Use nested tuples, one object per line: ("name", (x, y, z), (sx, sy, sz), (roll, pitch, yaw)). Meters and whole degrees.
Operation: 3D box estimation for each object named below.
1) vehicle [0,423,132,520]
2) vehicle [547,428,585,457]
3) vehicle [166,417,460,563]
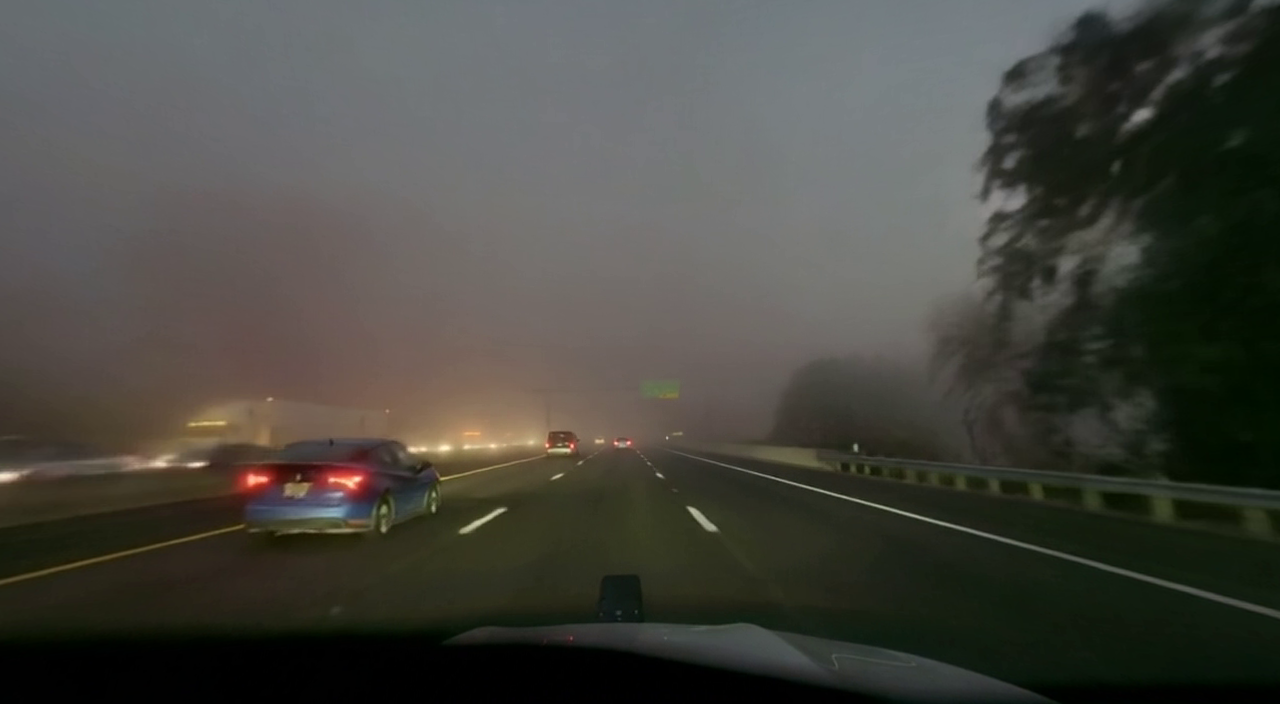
("vehicle", (-11.948, 2.136, 11.388), (1.961, 1.644, 4.247), (0, -8, -1))
("vehicle", (-5.188, 6.399, 44.549), (2.115, 1.887, 4.721), (0, -8, 0))
("vehicle", (-4.139, 1.776, 8.934), (1.953, 1.550, 4.167), (0, -8, -1))
